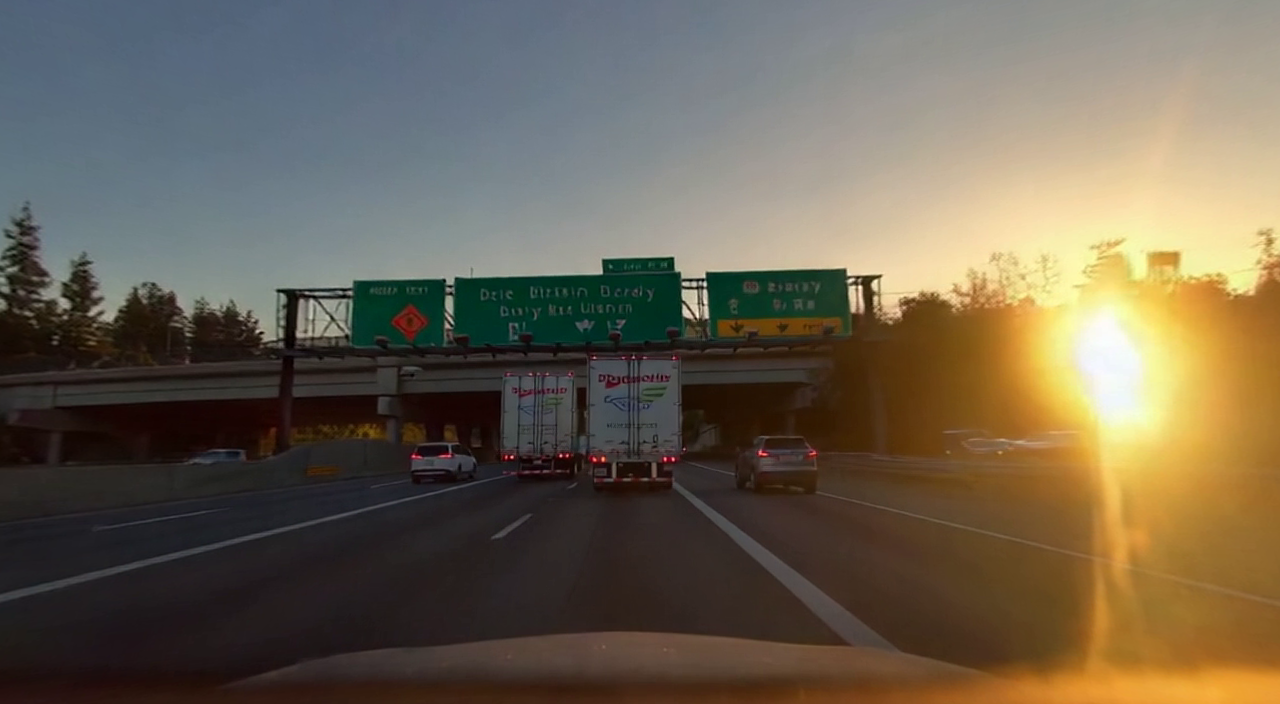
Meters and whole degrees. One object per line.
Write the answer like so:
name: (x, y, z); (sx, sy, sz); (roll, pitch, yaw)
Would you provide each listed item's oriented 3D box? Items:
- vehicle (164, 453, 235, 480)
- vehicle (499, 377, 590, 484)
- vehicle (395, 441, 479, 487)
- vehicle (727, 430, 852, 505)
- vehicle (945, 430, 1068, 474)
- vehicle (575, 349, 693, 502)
vehicle: (-24.528, 6.360, 35.314); (1.531, 1.398, 3.365); (0, -9, 0)
vehicle: (-4.120, 3.858, 30.063); (2.888, 4.154, 10.960); (0, -9, -1)
vehicle: (-8.163, 4.531, 25.922); (2.017, 1.694, 4.420); (0, -9, -1)
vehicle: (3.869, 3.087, 17.332); (2.136, 1.753, 4.644); (0, -9, -2)
vehicle: (16.653, 4.600, 29.186); (2.128, 1.783, 5.718); (0, -9, -2)
vehicle: (-0.219, 2.536, 20.731); (2.910, 3.828, 9.805); (0, -9, -1)
